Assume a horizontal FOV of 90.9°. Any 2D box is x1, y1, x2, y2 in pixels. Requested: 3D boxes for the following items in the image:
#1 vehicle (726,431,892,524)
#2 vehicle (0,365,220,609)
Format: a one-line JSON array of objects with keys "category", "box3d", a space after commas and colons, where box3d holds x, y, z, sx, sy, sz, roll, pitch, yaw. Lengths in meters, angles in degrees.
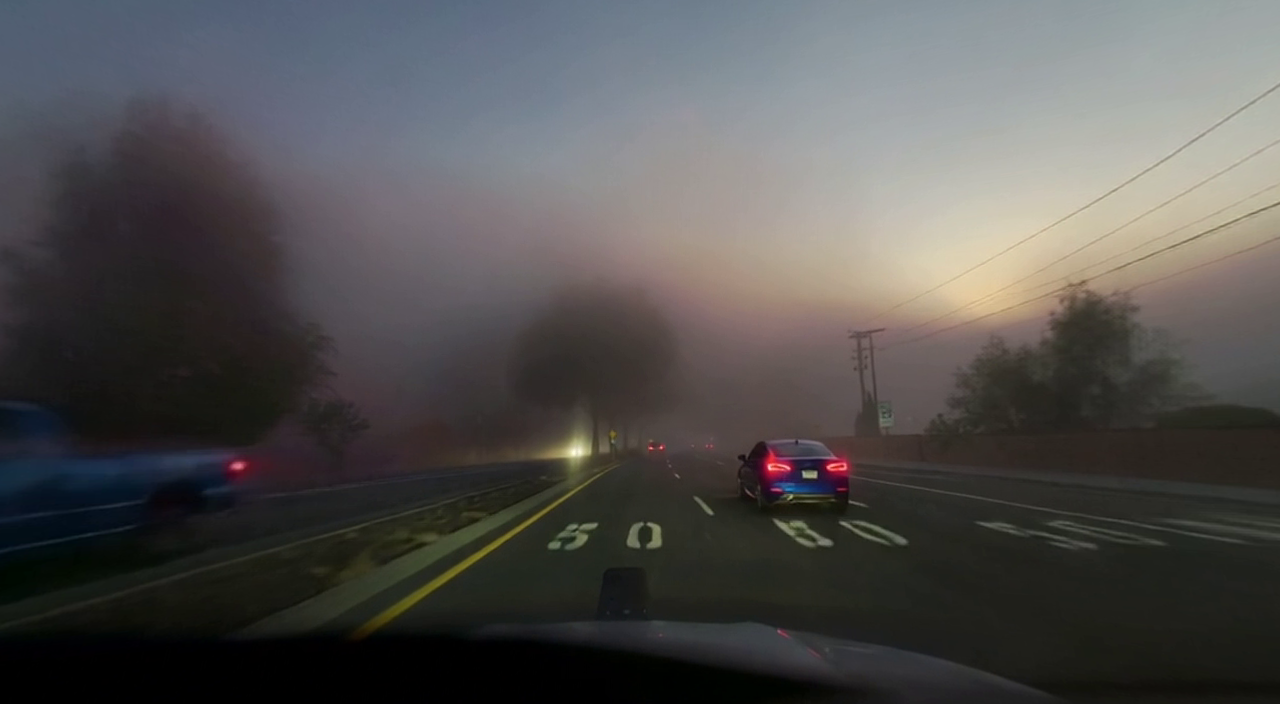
[{"category": "vehicle", "box3d": [3.036, 2.350, 12.402, 2.063, 1.481, 4.247, 0, -8, 0]}, {"category": "vehicle", "box3d": [-5.981, 1.091, 5.186, 1.983, 1.882, 4.281, 0, -8, 1]}]
